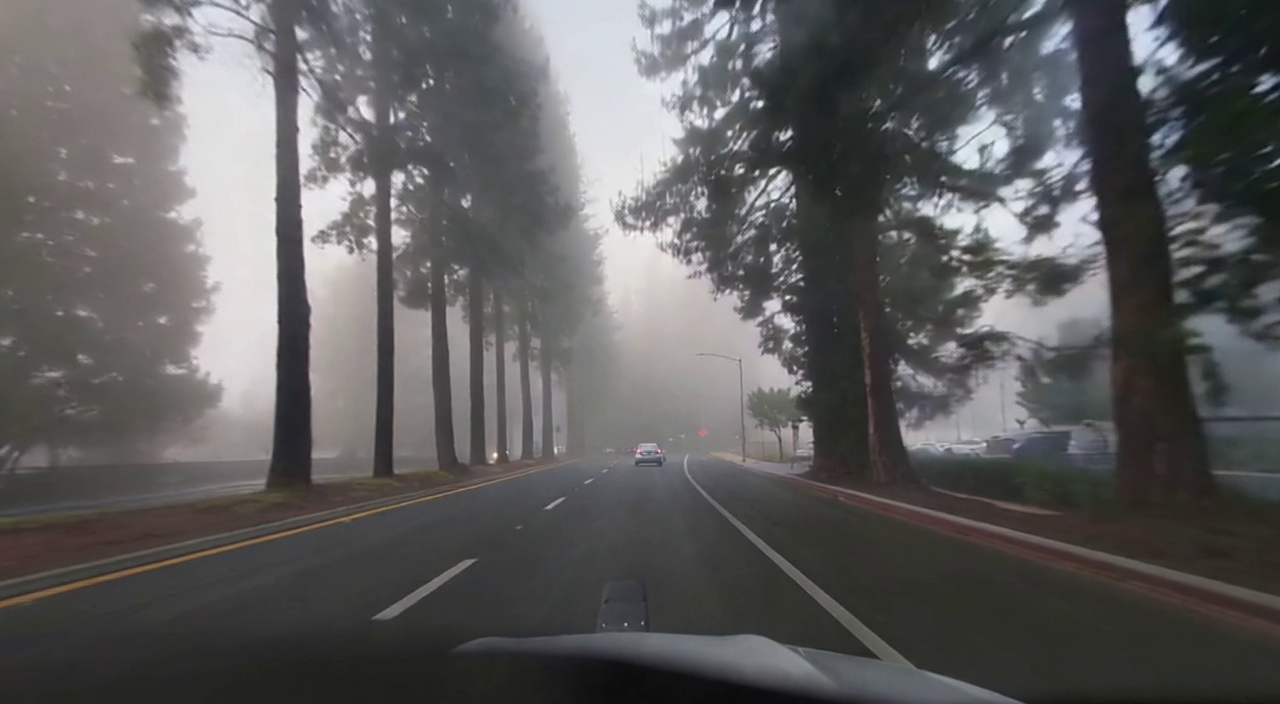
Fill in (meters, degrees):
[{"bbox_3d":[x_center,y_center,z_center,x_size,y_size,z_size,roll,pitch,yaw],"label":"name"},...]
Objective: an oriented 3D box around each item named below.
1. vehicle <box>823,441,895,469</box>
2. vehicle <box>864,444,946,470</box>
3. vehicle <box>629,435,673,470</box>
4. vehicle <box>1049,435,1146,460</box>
[{"bbox_3d":[15.741,7.412,45.501,4.413,1.471,1.823,-5,-7,-1],"label":"vehicle"},{"bbox_3d":[15.553,6.158,37.101,3.913,1.384,1.893,-1,-8,0],"label":"vehicle"},{"bbox_3d":[0.544,5.216,32.763,2.135,1.691,3.884,0,-9,1],"label":"vehicle"},{"bbox_3d":[28.718,6.035,39.651,4.576,1.490,1.896,-1,-9,2],"label":"vehicle"}]
